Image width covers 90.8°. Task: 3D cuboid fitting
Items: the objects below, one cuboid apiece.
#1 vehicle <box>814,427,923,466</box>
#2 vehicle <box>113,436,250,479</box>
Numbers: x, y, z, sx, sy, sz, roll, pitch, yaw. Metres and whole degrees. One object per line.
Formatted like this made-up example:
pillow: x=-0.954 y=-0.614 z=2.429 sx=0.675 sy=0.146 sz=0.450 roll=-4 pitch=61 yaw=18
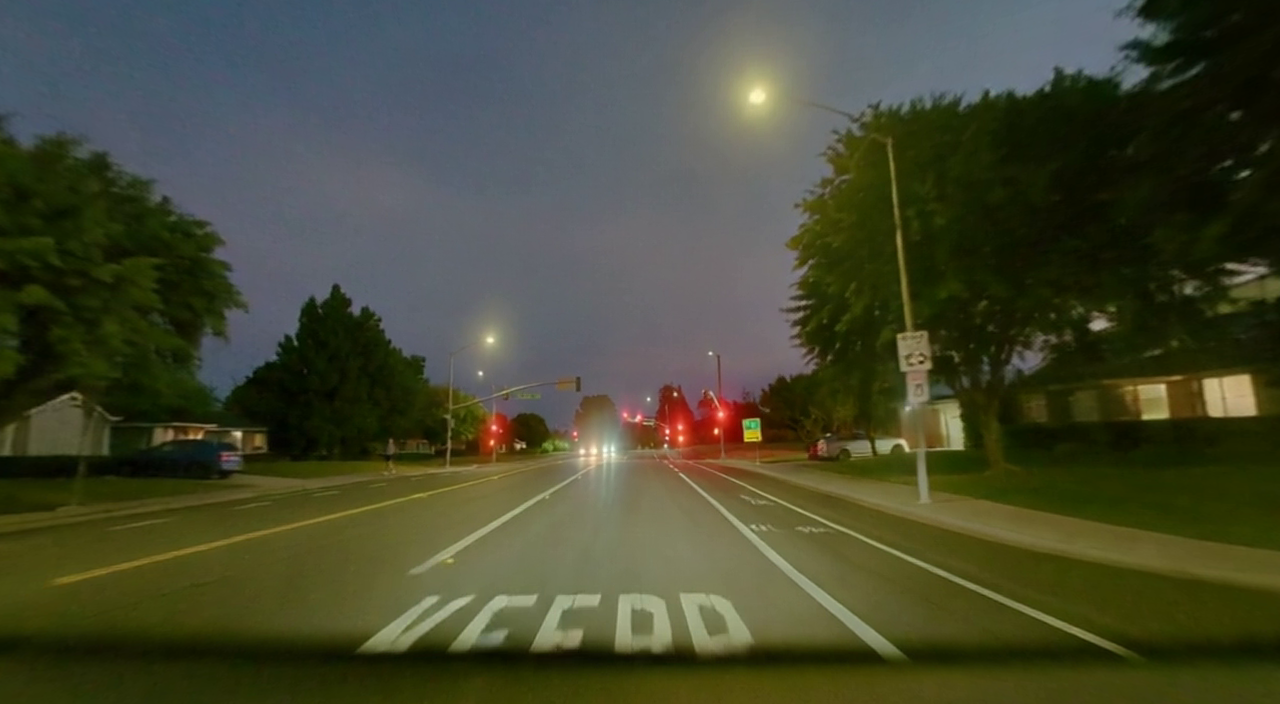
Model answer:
vehicle: x=10.878 y=4.517 z=30.318 sx=4.423 sy=1.779 sz=1.883 roll=0 pitch=-8 yaw=0
vehicle: x=-18.788 y=4.325 z=26.021 sx=4.115 sy=1.699 sz=1.848 roll=0 pitch=-8 yaw=-1
